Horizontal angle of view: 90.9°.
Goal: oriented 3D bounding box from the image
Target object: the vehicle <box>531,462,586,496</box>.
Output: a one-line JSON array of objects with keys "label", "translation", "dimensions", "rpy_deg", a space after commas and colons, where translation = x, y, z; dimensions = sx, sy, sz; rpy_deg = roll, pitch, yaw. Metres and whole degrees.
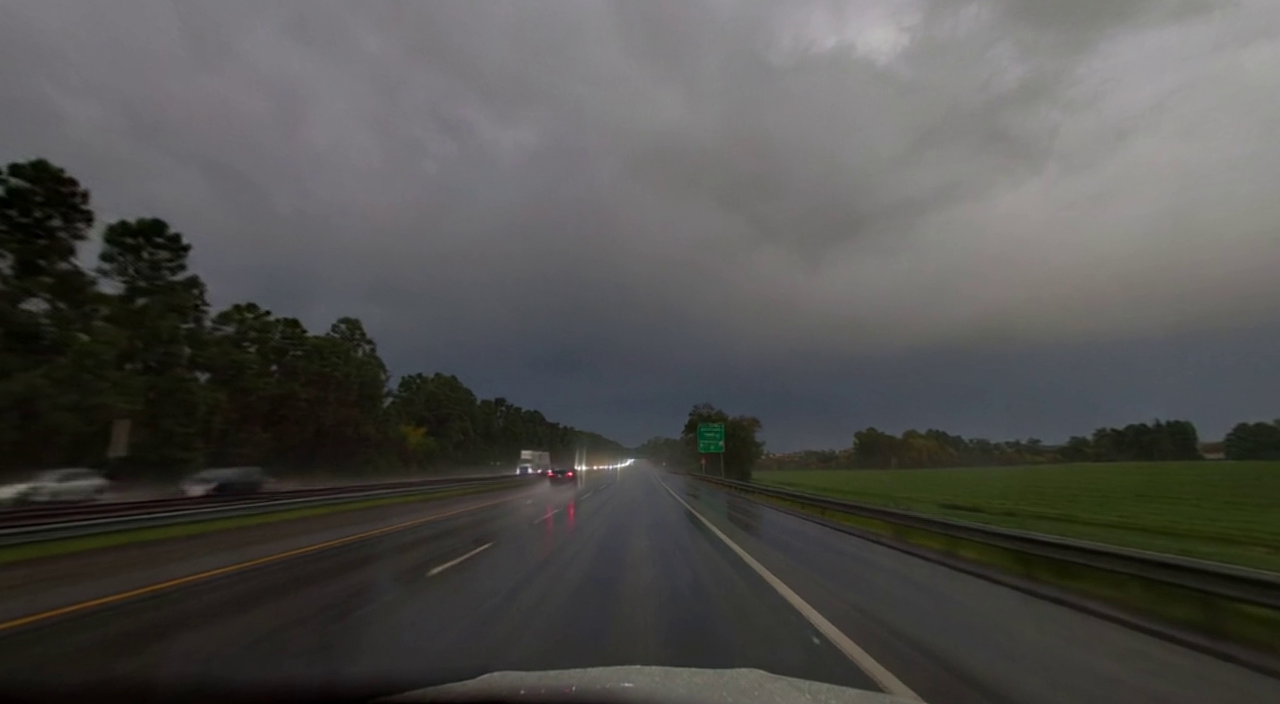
[{"label": "vehicle", "translation": [-3.823, 6.069, 30.338], "dimensions": [2.043, 1.486, 4.442], "rpy_deg": [0, -10, 0]}]

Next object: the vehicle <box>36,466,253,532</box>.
[{"label": "vehicle", "translation": [-12.614, 3.748, 16.550], "dimensions": [2.065, 1.438, 4.481], "rpy_deg": [1, -10, -1]}]
